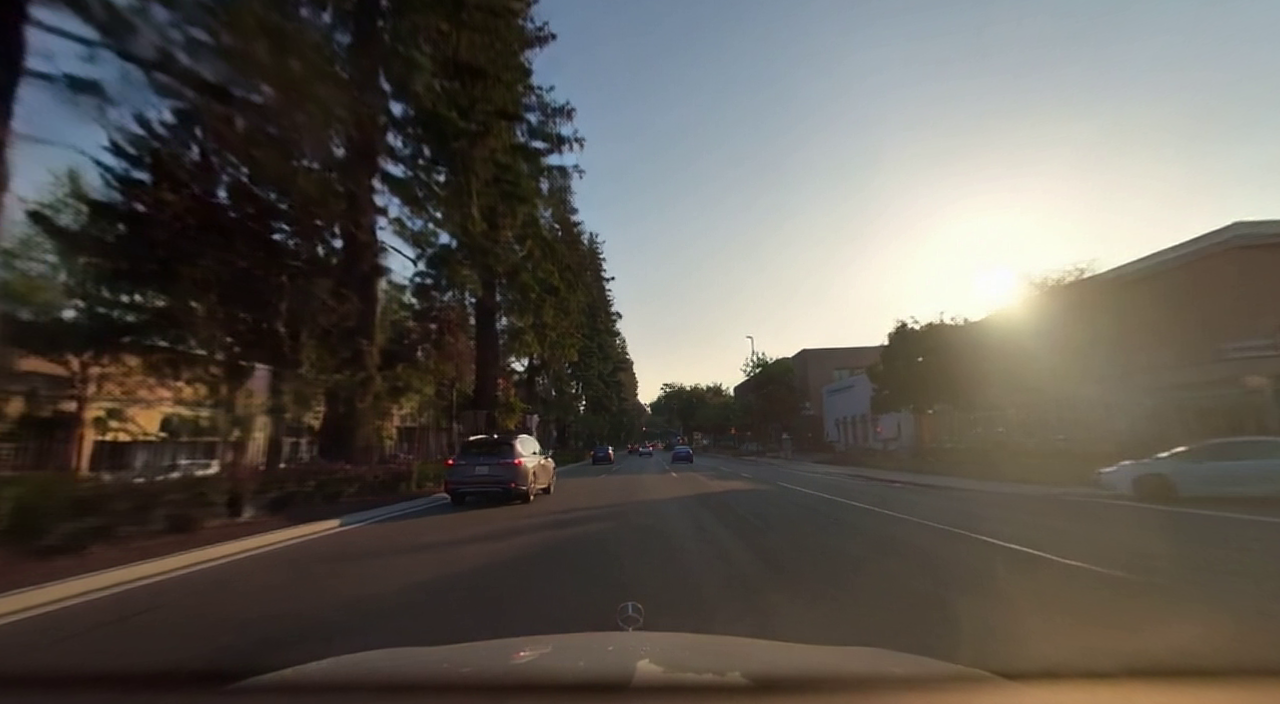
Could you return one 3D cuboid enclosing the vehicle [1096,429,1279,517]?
[{"bbox_3d":[12.709,2.471,13.205,4.515,1.599,1.968,-5,-10,11],"label":"vehicle"}]

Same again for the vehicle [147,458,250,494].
[{"bbox_3d":[-21.350,5.992,30.732,1.729,1.499,4.579,0,-8,0],"label":"vehicle"}]

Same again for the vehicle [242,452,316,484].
[{"bbox_3d":[-22.995,7.369,40.439,1.986,1.826,5.008,0,-8,-3],"label":"vehicle"}]

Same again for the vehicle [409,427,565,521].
[{"bbox_3d":[-3.004,2.512,13.573,2.121,1.656,4.559,0,-8,1],"label":"vehicle"}]
